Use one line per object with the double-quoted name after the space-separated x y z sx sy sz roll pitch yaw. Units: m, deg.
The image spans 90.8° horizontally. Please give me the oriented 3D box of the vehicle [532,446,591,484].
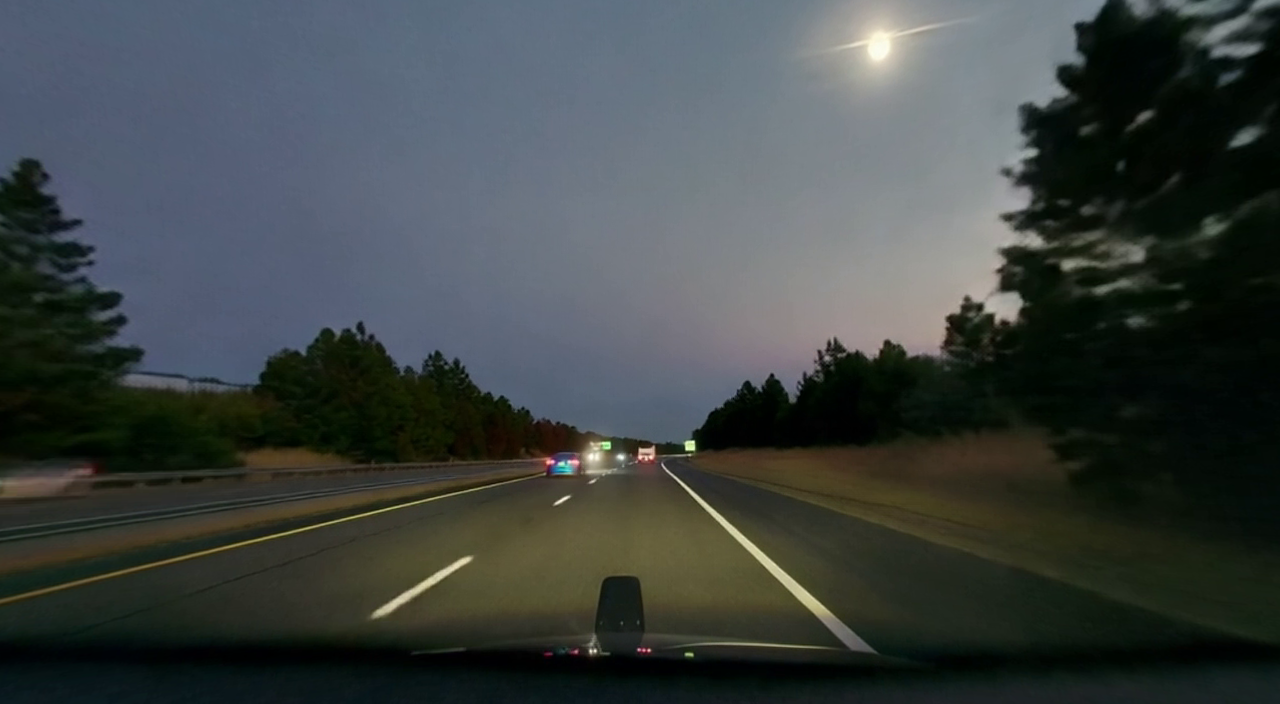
-3.490 5.131 28.857 2.088 1.586 4.000 0 -9 1 "vehicle"
